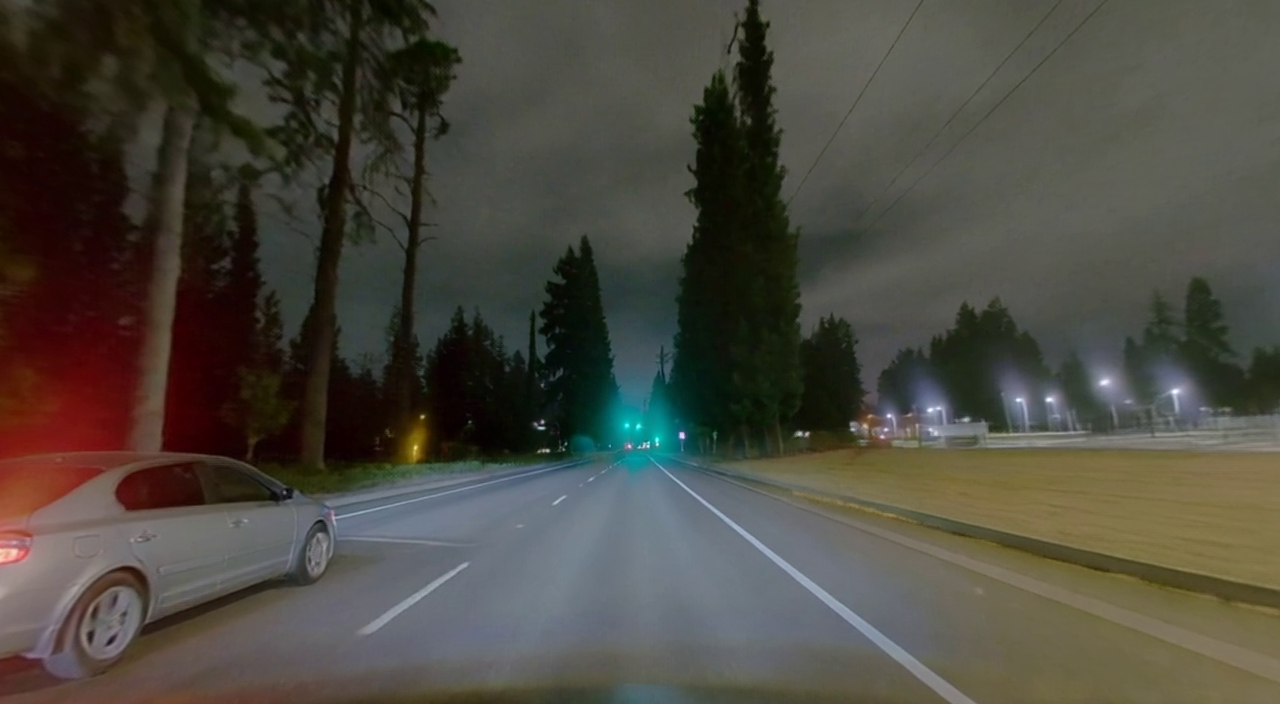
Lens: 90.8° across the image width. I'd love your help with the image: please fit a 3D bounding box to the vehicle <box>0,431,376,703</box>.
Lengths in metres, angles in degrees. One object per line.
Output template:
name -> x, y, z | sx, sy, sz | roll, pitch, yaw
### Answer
vehicle -> -4.058, 1.425, 5.211 | 1.946, 1.437, 4.154 | 0, -8, 0
